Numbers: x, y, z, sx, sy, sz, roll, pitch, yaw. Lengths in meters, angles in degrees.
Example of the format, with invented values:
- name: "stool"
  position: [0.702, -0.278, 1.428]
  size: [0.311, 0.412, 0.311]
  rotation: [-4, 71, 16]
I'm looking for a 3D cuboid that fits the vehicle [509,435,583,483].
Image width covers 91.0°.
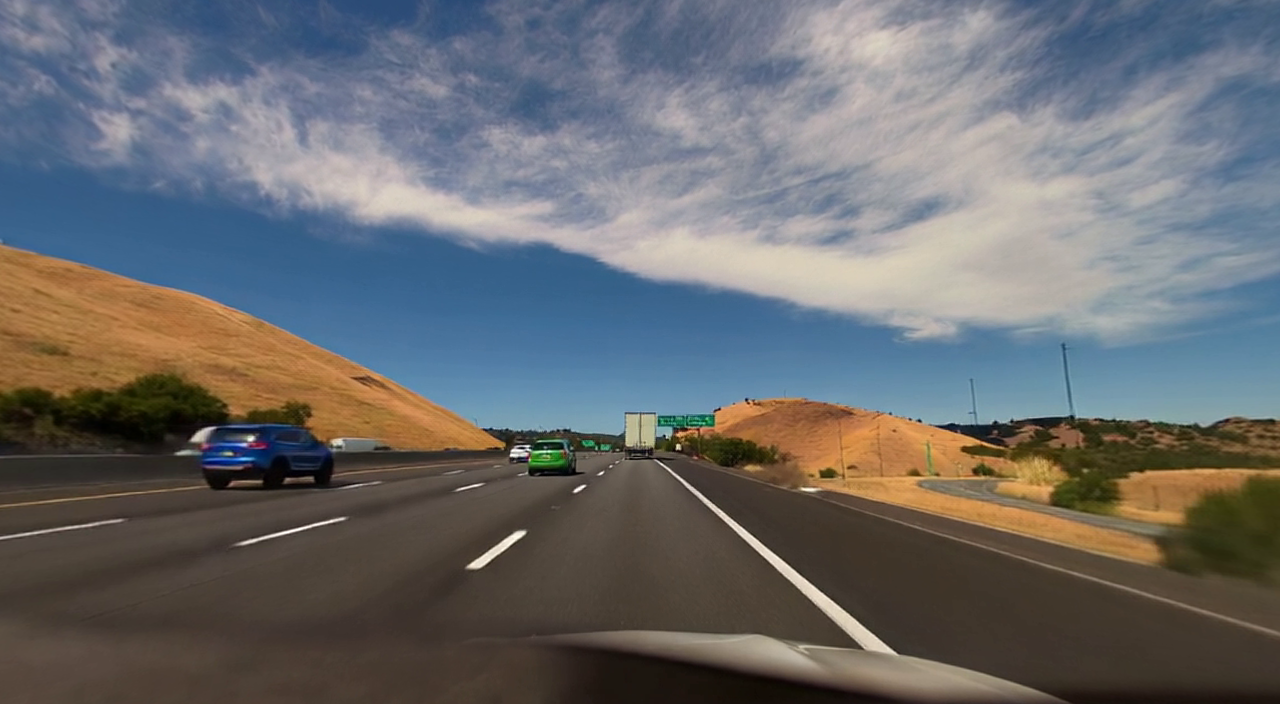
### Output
- name: "vehicle"
  position: [-3.721, 4.334, 25.839]
  size: [2.194, 1.725, 4.698]
  rotation: [1, -9, 1]

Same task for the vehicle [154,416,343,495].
- name: "vehicle"
  position: [-10.882, 2.945, 18.124]
  size: [2.111, 1.906, 5.028]
  rotation: [1, -9, 1]
